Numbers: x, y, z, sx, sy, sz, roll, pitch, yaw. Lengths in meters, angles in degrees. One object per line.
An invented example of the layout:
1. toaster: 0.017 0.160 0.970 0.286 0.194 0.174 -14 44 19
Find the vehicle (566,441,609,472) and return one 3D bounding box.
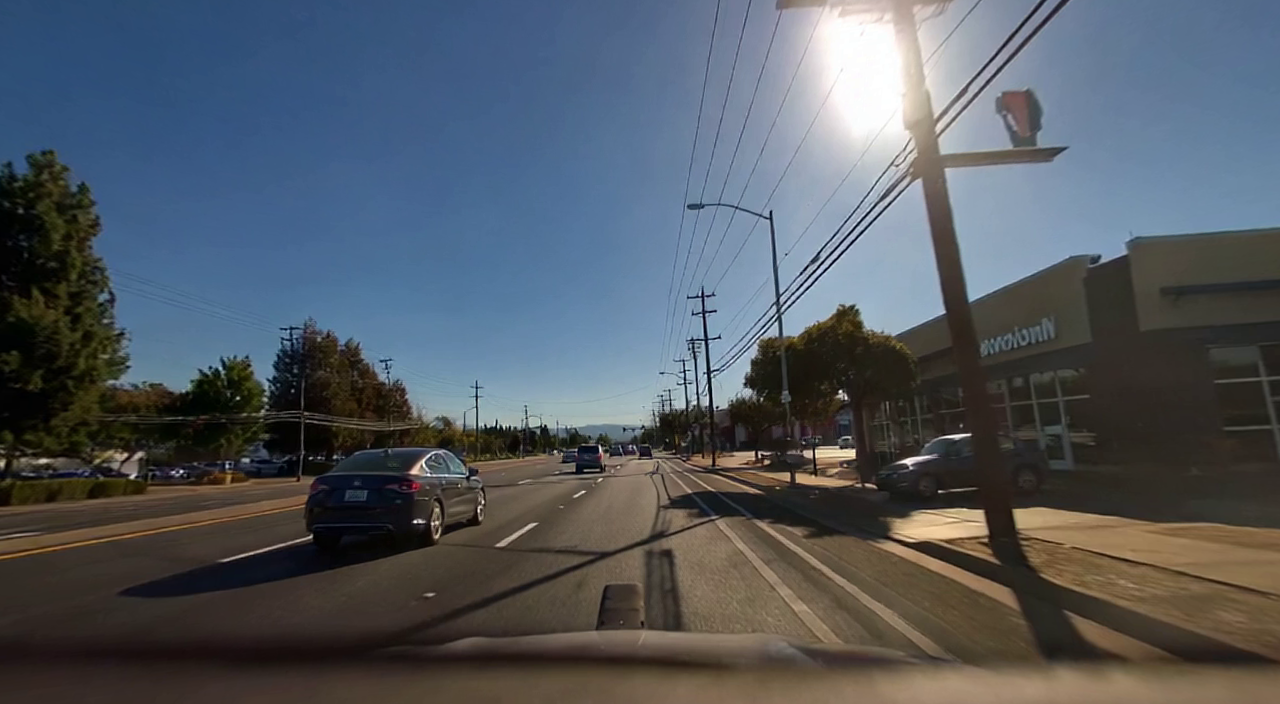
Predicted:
1. vehicle: -3.133 6.346 38.428 2.087 1.736 4.311 0 -9 2

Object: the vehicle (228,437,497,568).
1. vehicle: -3.681 2.059 9.454 1.942 1.469 4.426 0 -9 1

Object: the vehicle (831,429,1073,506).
1. vehicle: 6.893 2.593 14.315 4.465 1.566 1.923 0 -9 -1
